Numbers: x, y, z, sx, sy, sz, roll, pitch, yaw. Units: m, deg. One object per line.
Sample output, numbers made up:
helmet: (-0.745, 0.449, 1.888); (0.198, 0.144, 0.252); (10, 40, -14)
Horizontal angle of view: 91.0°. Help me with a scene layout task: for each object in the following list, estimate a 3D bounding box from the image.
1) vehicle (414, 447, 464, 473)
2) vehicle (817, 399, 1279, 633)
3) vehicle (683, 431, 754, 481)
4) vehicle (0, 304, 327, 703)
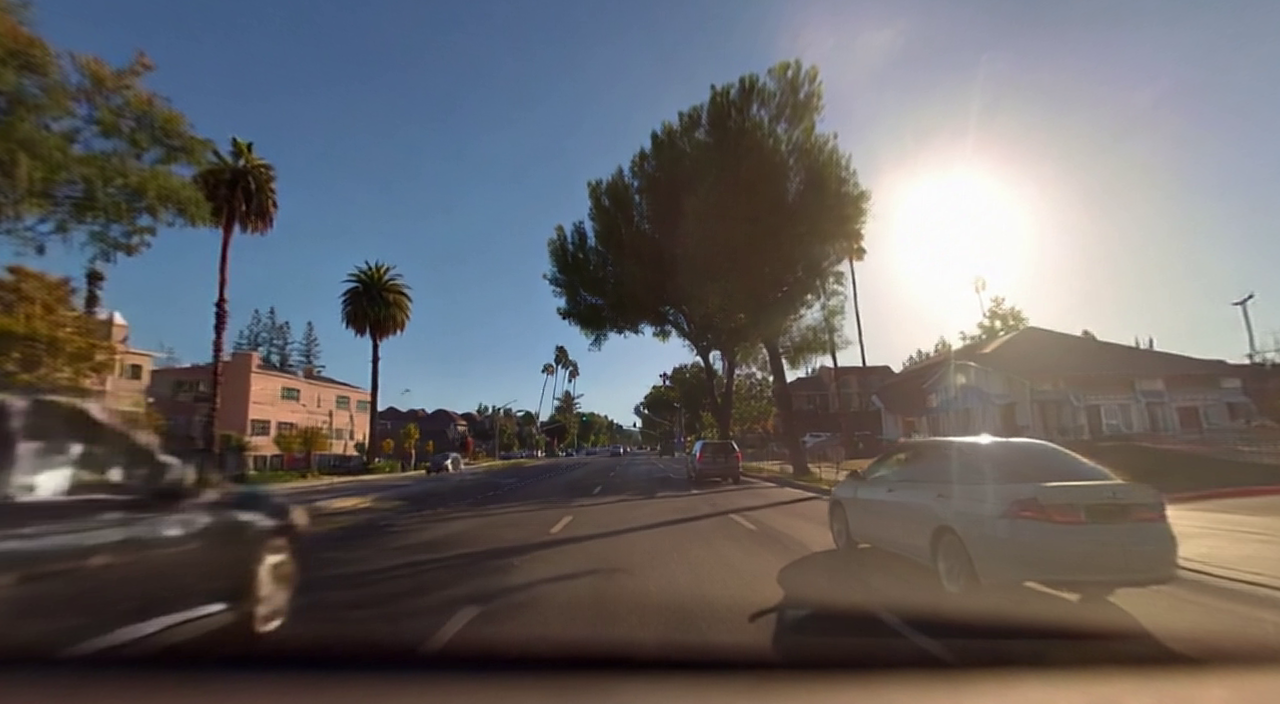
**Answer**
vehicle: (-14.934, 8.034, 47.092); (2.101, 1.832, 4.893); (0, -9, 0)
vehicle: (3.594, 1.509, 6.725); (2.084, 1.682, 4.148); (0, -9, -2)
vehicle: (3.234, 4.421, 26.929); (2.244, 1.901, 4.561); (0, -9, -2)
vehicle: (-3.178, 0.691, 1.924); (2.084, 1.735, 4.528); (0, -9, 0)
